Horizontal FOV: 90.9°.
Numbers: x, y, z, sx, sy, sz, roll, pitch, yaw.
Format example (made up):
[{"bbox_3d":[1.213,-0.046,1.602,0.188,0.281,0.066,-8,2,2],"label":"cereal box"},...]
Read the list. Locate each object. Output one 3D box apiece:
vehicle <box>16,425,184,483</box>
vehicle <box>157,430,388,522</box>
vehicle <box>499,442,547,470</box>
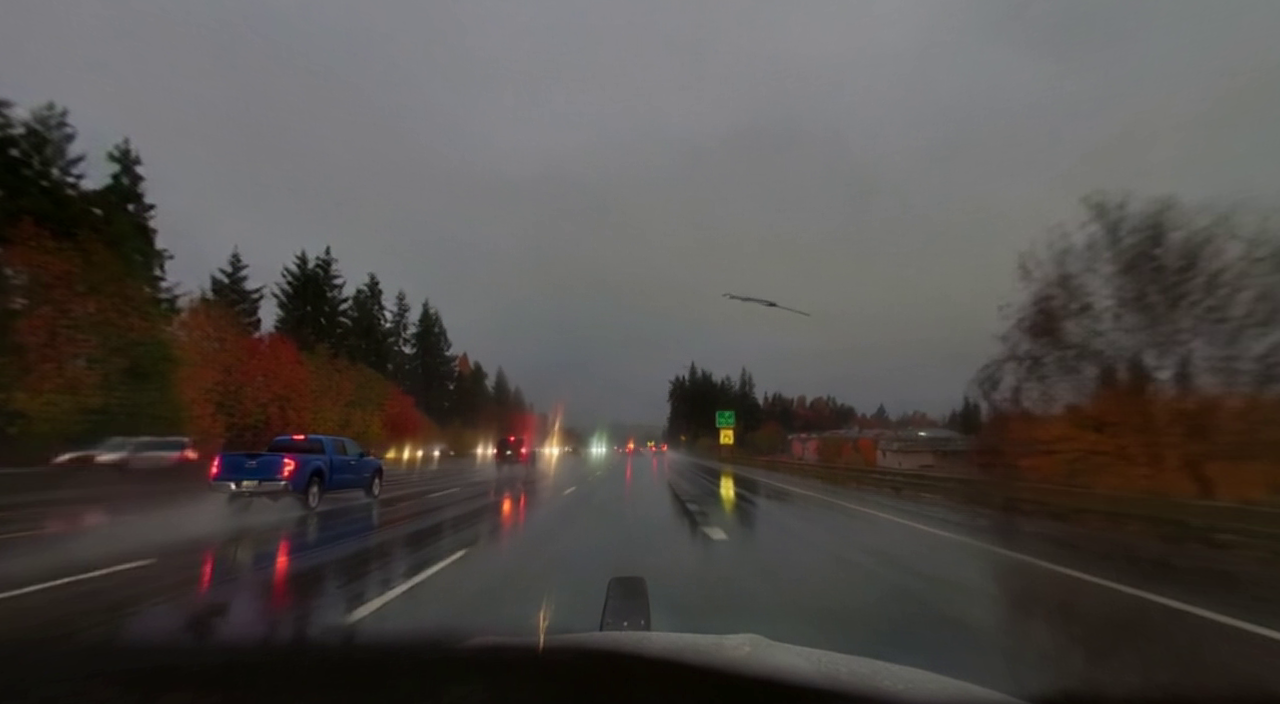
[{"bbox_3d":[-25.874,4.914,30.678,2.311,2.519,6.333,0,-8,3],"label":"vehicle"},{"bbox_3d":[-7.311,2.489,13.284,1.965,1.567,4.686,0,-8,1],"label":"vehicle"},{"bbox_3d":[-6.826,6.106,37.183,1.919,1.499,4.234,0,-8,1],"label":"vehicle"}]
